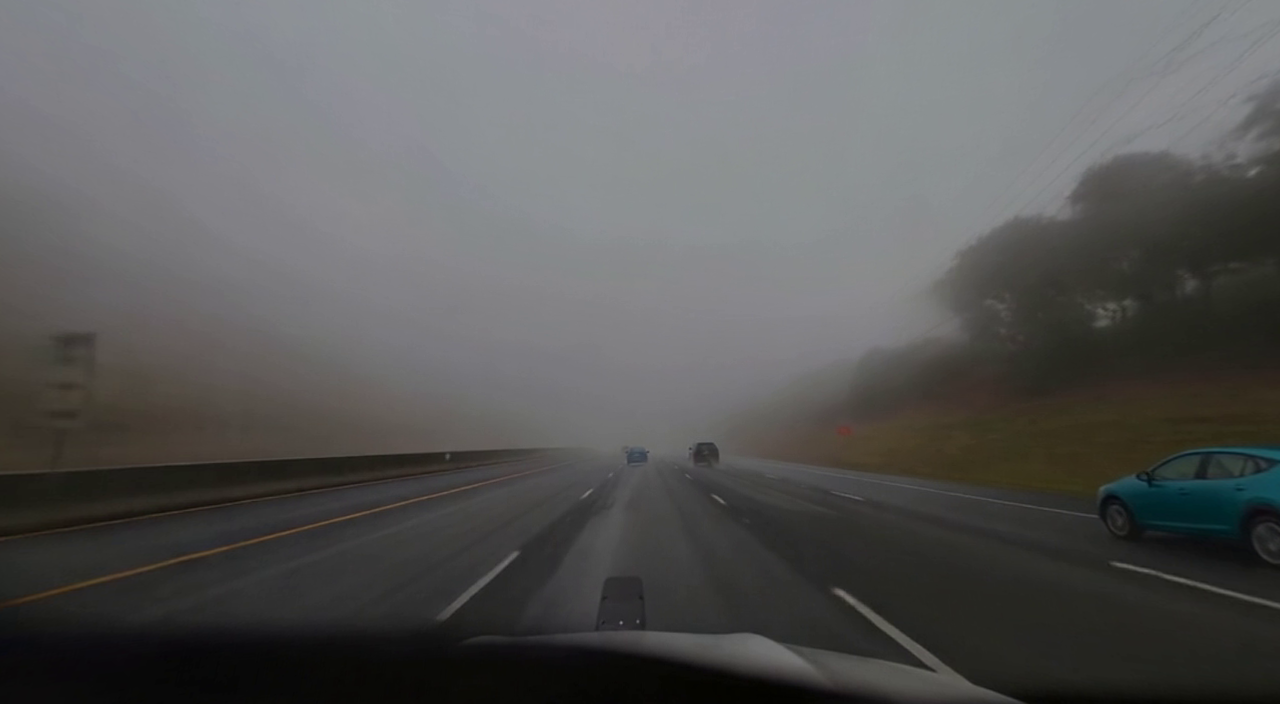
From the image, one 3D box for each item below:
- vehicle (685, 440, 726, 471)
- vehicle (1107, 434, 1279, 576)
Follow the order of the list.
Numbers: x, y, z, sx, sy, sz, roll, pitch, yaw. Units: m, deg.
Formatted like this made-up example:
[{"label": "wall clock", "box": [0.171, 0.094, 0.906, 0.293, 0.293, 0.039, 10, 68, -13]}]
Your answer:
[{"label": "vehicle", "box": [4.007, 6.450, 39.327, 2.159, 1.782, 4.673, 0, -8, 2]}, {"label": "vehicle", "box": [8.032, 1.708, 7.022, 1.970, 1.545, 4.818, 1, -8, 0]}]
